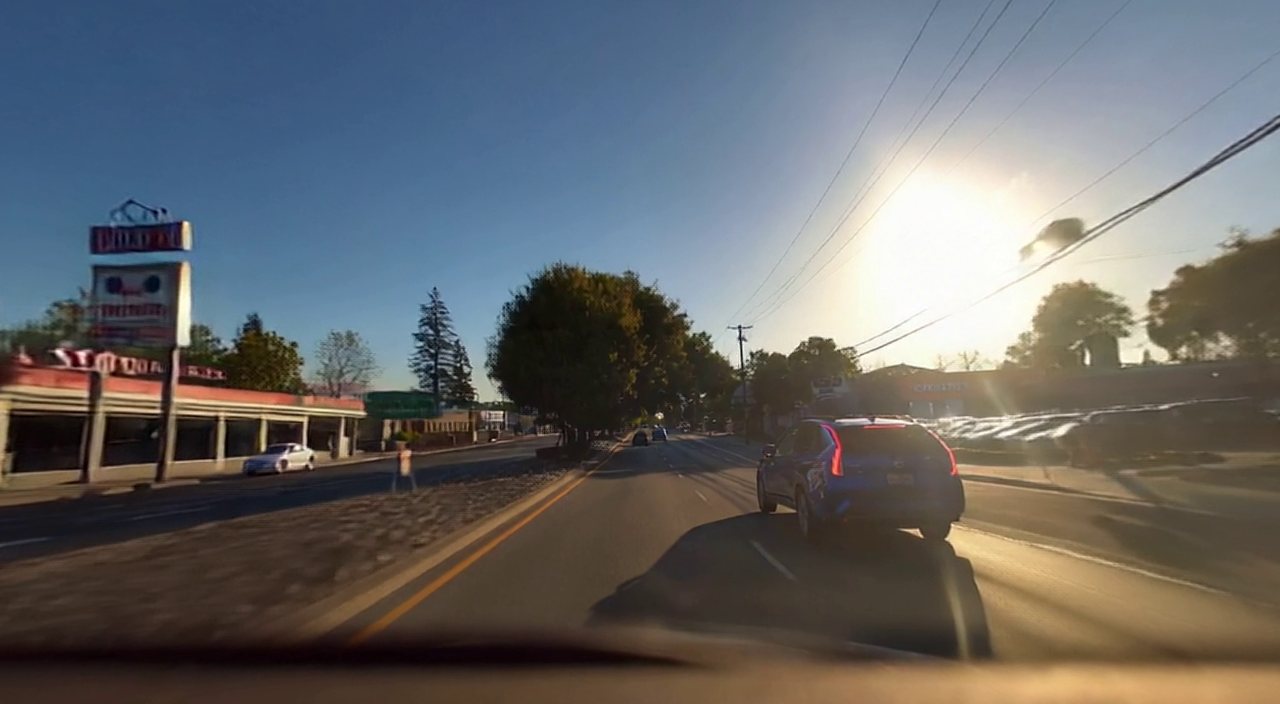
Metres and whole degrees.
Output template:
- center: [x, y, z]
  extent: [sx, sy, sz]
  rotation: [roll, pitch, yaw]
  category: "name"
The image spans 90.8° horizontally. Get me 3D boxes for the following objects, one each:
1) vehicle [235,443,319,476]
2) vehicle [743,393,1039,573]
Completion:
- center: [-19.409, 5.729, 34.021]
  extent: [1.988, 1.634, 4.301]
  rotation: [0, -9, -1]
  category: "vehicle"
- center: [2.898, 1.659, 8.706]
  extent: [2.130, 1.790, 4.615]
  rotation: [0, -9, 0]
  category: "vehicle"
